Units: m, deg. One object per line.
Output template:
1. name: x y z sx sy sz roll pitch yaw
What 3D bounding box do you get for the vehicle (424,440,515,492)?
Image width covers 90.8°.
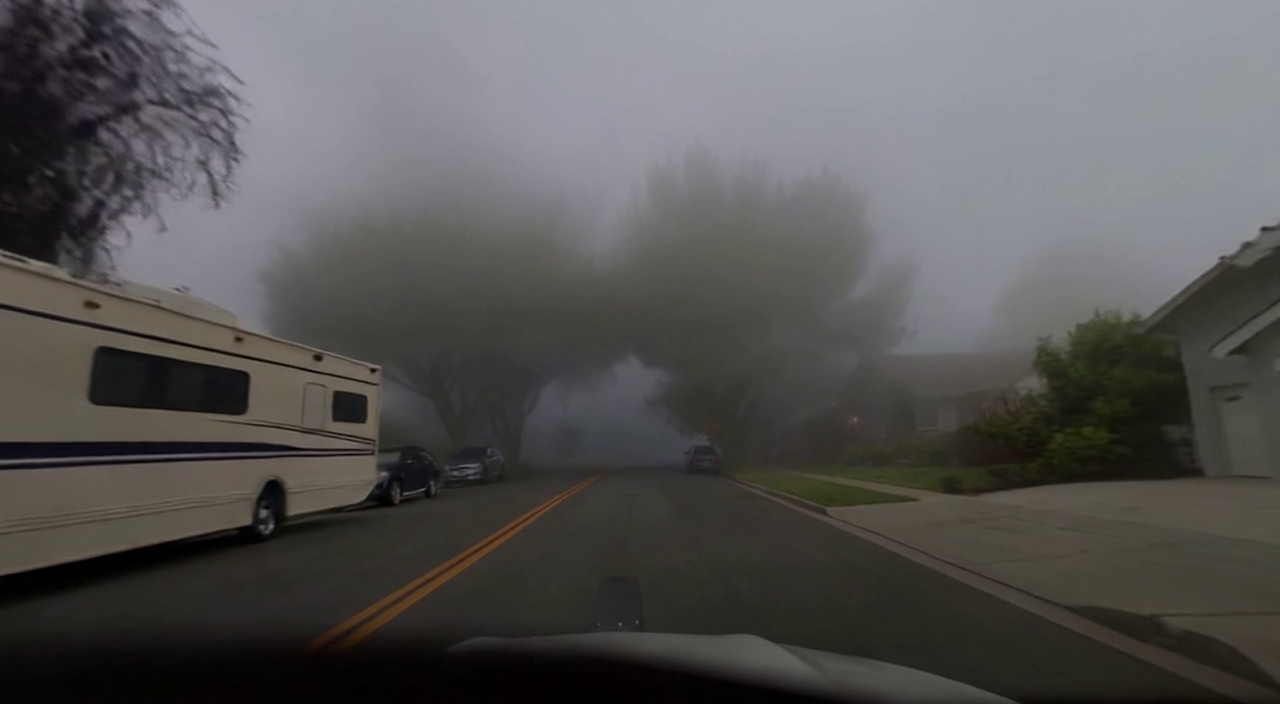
1. vehicle: -6.905 4.629 26.268 2.225 1.817 5.731 -3 -8 0

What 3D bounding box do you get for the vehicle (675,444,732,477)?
1. vehicle: 3.008 5.259 30.935 2.167 1.479 4.597 0 -8 -2

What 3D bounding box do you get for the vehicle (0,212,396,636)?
1. vehicle: -6.832 0.956 7.428 3.103 3.479 11.801 -1 -9 1
